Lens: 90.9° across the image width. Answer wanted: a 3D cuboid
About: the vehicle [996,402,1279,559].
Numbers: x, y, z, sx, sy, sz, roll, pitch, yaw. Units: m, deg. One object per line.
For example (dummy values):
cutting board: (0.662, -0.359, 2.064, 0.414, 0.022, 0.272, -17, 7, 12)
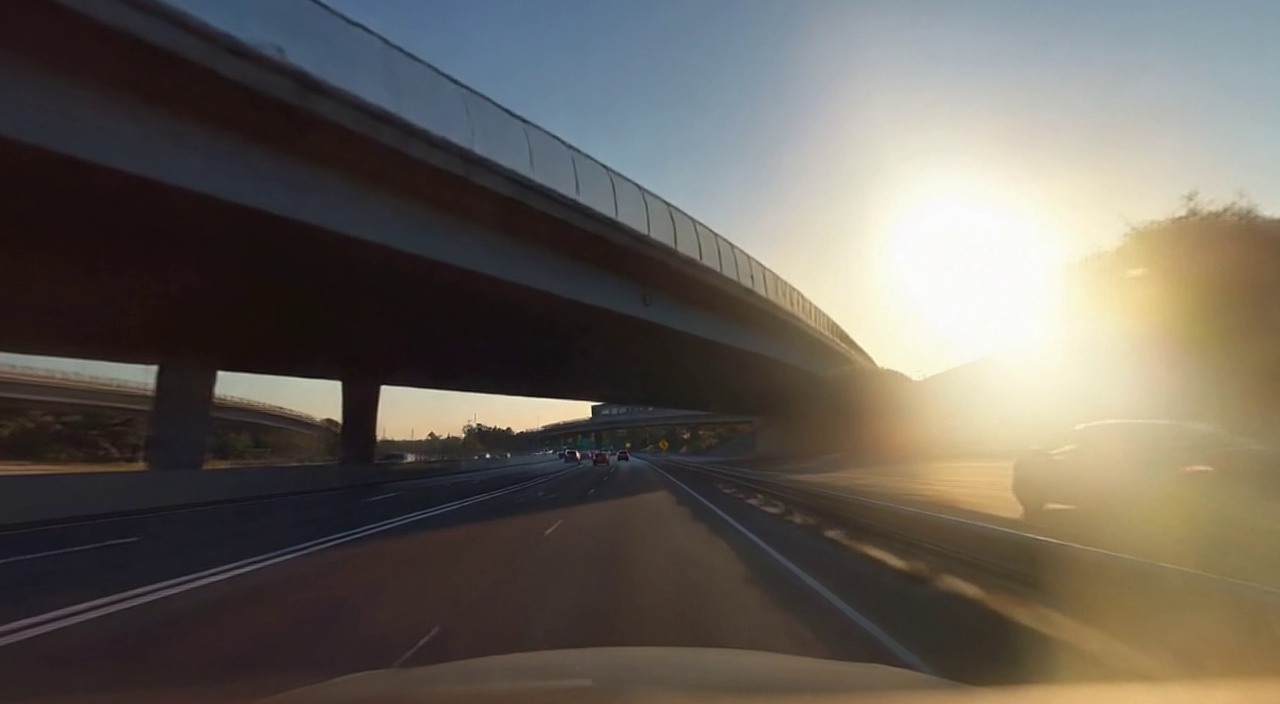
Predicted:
vehicle: (15.045, 3.566, 18.684, 3.233, 3.414, 9.483, 0, -9, -1)
